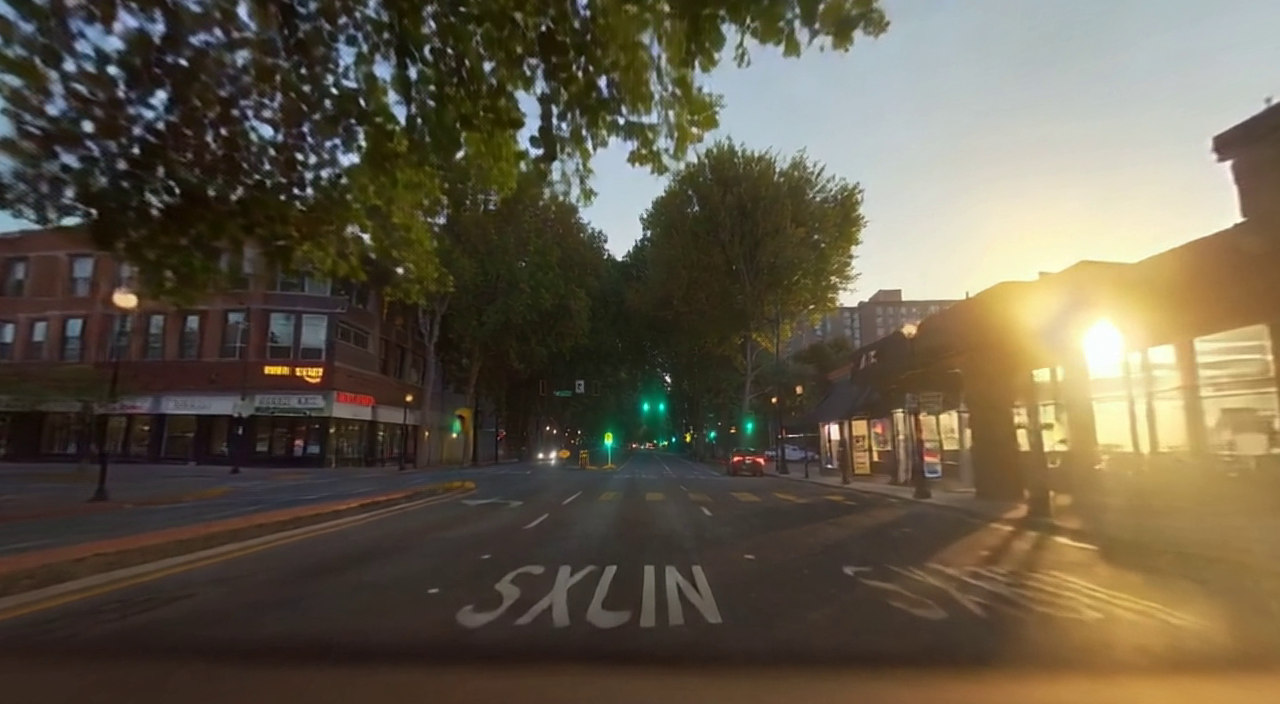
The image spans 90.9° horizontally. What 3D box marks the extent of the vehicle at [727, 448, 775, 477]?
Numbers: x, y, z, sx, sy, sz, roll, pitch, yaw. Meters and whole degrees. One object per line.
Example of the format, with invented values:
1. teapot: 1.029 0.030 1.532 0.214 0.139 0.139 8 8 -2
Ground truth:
1. vehicle: 6.309 6.316 36.255 1.906 1.523 4.336 0 -9 -1
